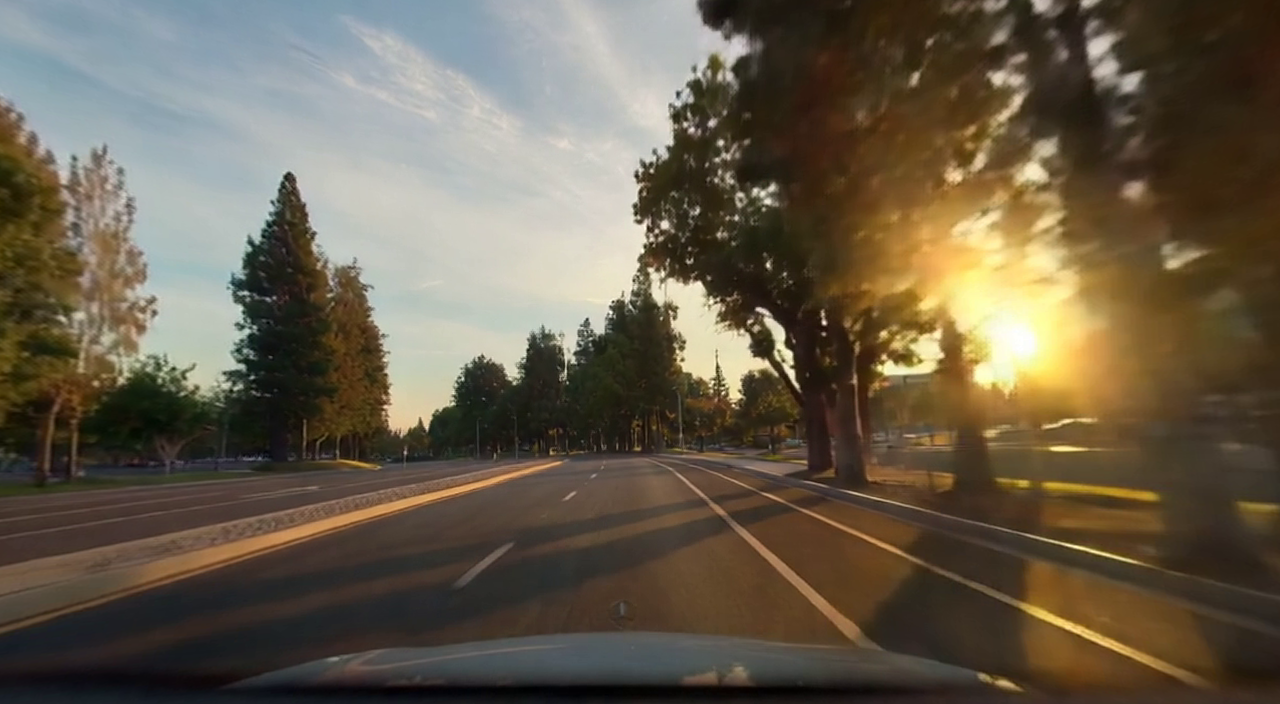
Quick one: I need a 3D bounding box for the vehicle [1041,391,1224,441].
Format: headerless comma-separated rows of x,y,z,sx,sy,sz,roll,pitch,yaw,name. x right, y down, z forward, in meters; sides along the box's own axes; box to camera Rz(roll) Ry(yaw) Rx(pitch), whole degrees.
29.319,3.893,37.850,8.483,2.834,2.843,0,-8,-1,vehicle
